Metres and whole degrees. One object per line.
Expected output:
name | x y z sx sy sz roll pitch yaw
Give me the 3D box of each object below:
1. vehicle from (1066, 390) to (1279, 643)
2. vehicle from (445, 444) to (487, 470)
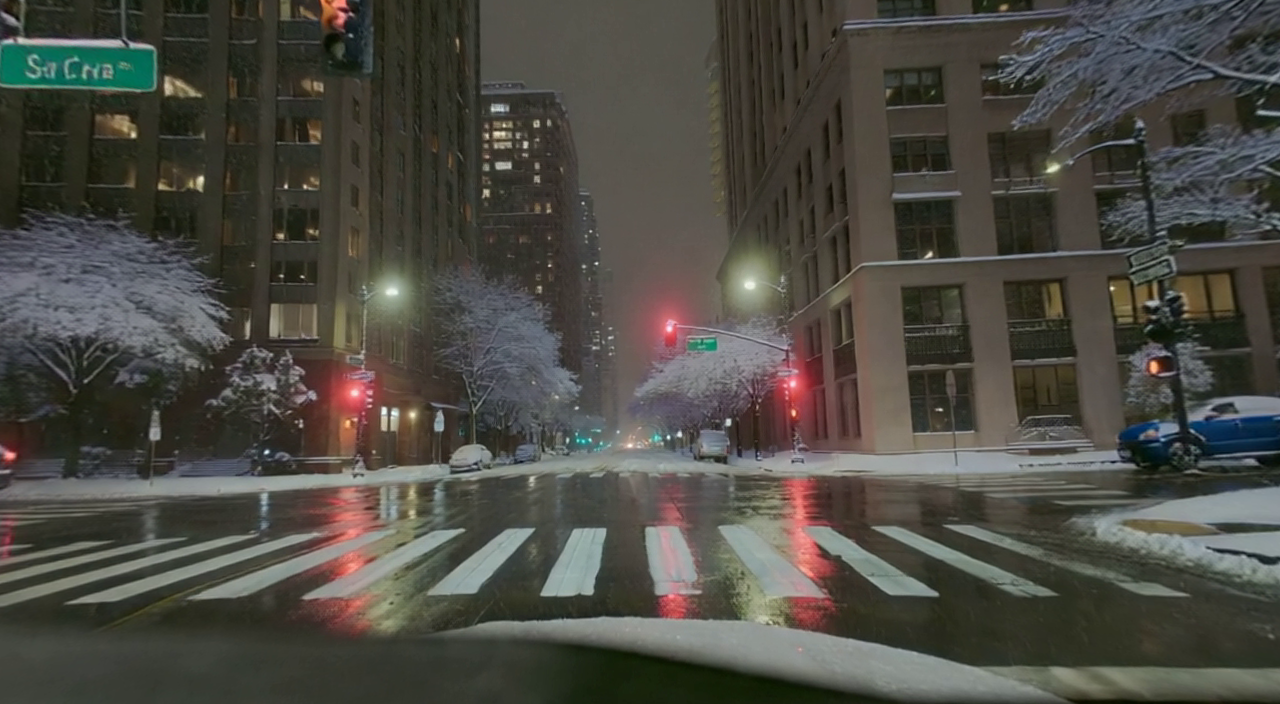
vehicle | 5.654 1.135 4.240 2.070 1.804 4.881 0 -8 -1
vehicle | -12.428 7.504 45.385 1.935 1.639 4.244 -3 -8 -2
